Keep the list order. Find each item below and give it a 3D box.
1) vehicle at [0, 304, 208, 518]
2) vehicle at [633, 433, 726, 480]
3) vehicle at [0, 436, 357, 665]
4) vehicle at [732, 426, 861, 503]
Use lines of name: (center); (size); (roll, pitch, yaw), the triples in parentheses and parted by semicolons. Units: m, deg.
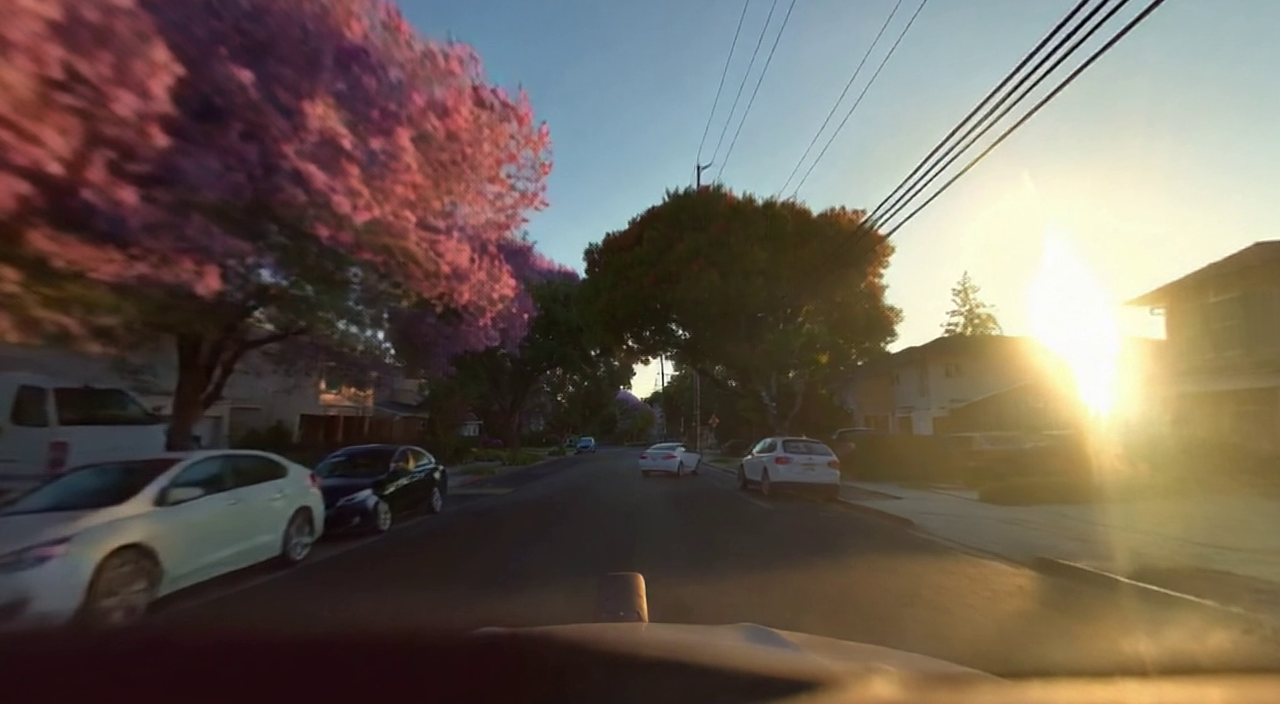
vehicle: (-13.079, 1.100, 11.426); (8.239, 3.354, 2.902); (0, -9, 1)
vehicle: (1.510, 3.613, 22.127); (2.075, 1.449, 4.526); (-3, -9, 19)
vehicle: (-4.852, 1.606, 6.439); (1.874, 1.413, 4.442); (0, -7, 0)
vehicle: (3.779, 2.809, 16.183); (2.103, 1.679, 4.386); (0, -8, -1)
